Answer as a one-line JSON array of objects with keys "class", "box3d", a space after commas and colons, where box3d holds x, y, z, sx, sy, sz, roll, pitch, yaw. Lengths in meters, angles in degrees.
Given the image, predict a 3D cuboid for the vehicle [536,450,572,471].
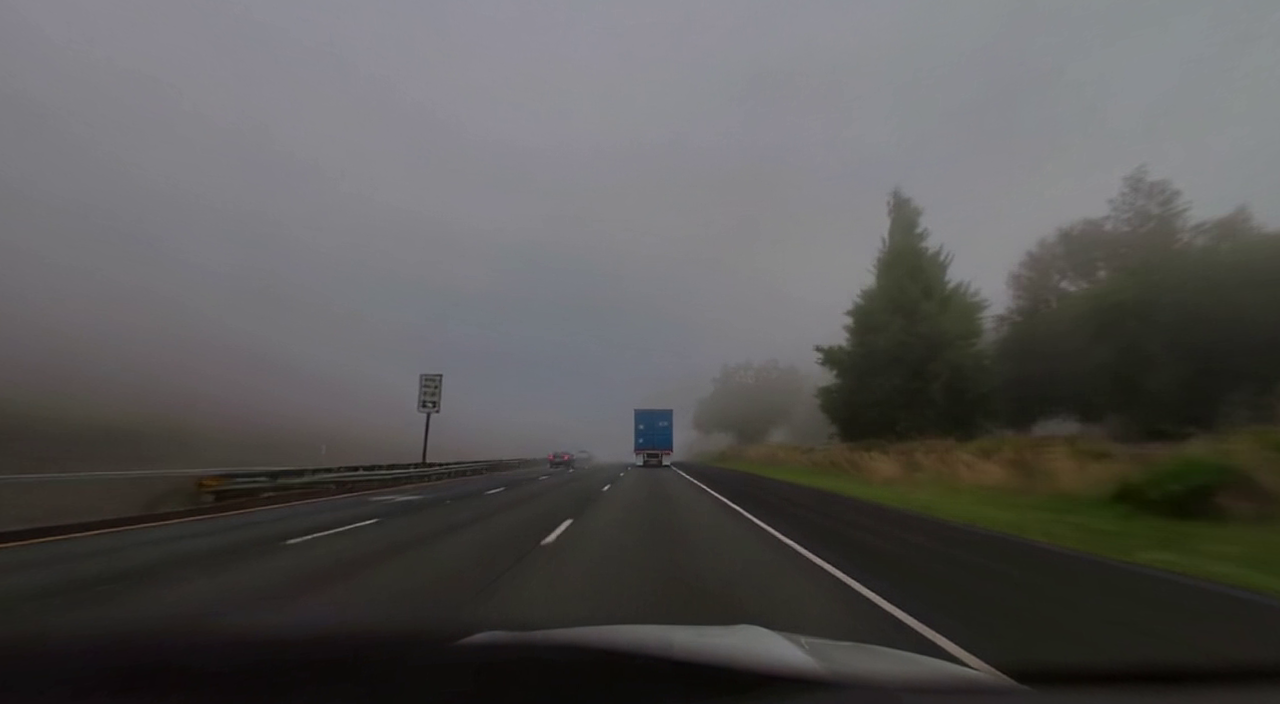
[{"class": "vehicle", "box3d": [-6.544, 8.260, 48.287, 2.017, 1.517, 4.766, 0, -9, 1]}]
